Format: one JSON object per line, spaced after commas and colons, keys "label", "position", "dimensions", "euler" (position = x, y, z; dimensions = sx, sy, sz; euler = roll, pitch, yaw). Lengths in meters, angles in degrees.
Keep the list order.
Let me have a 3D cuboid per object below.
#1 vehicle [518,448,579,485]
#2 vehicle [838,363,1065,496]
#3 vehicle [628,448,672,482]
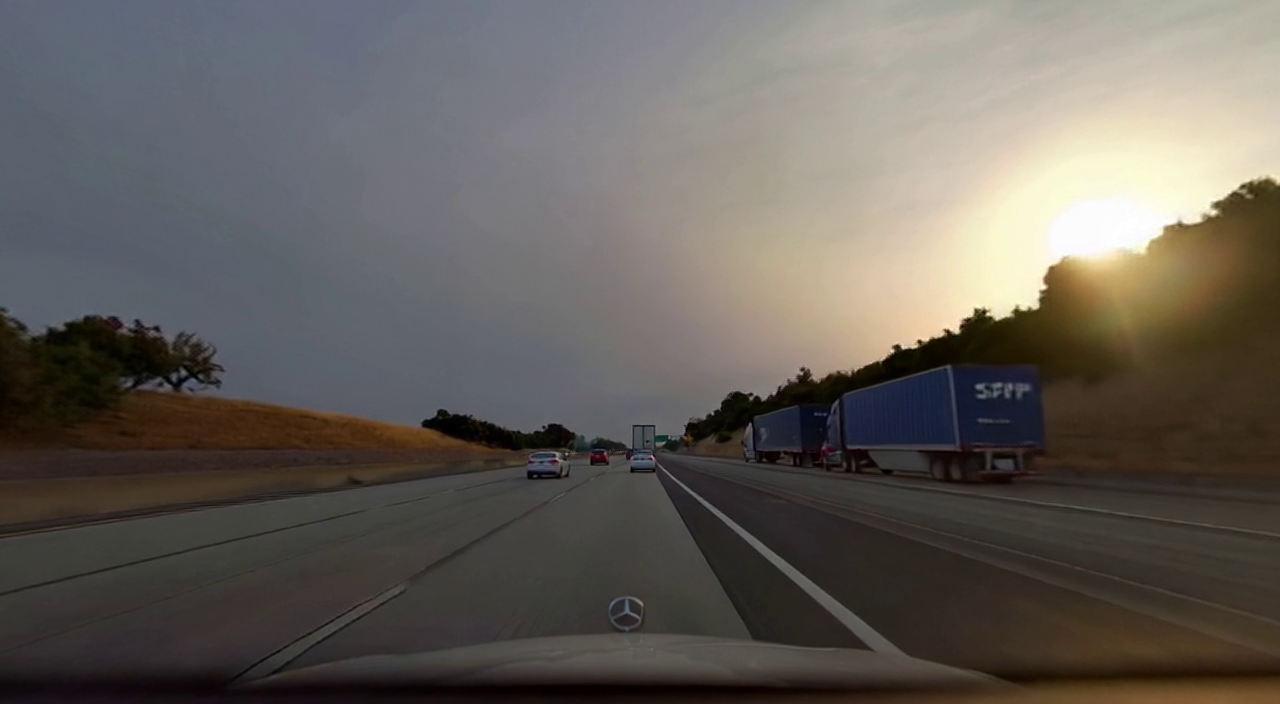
{"label": "vehicle", "position": [-3.991, 5.061, 28.232], "dimensions": [2.018, 1.504, 4.431], "euler": [0, -9, 1]}
{"label": "vehicle", "position": [11.802, 3.448, 26.458], "dimensions": [2.926, 4.094, 13.856], "euler": [0, -9, 2]}
{"label": "vehicle", "position": [0.435, 5.336, 29.974], "dimensions": [1.991, 1.507, 3.391], "euler": [0, -9, -1]}
